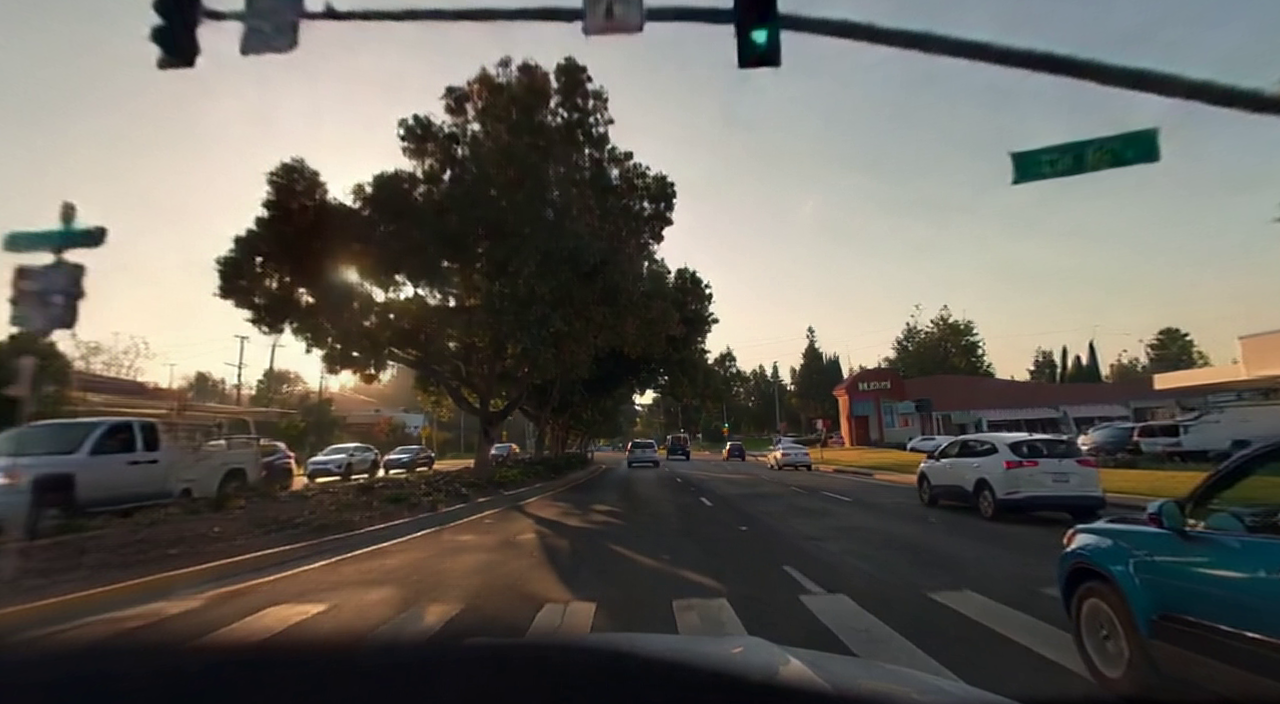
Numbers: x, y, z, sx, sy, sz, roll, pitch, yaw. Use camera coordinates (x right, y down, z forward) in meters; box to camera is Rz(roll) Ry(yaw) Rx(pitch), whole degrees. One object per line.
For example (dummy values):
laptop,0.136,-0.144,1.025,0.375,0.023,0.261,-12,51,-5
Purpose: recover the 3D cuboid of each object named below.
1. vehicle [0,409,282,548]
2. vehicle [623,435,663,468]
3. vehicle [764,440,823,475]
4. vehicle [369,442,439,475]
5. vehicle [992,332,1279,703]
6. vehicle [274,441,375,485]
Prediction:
vehicle,-10.465,2.293,12.302,2.909,1.956,6.908,0,-8,1
vehicle,0.157,6.246,39.696,2.402,1.938,4.535,0,-8,-1
vehicle,7.209,4.990,30.054,1.879,1.517,4.006,0,-8,1
vehicle,-14.046,6.334,37.975,2.159,1.836,5.038,0,-8,1
vehicle,3.459,0.741,2.054,2.076,1.716,4.416,0,-8,0
vehicle,-14.455,5.089,29.331,2.242,1.836,4.811,0,-8,-1
